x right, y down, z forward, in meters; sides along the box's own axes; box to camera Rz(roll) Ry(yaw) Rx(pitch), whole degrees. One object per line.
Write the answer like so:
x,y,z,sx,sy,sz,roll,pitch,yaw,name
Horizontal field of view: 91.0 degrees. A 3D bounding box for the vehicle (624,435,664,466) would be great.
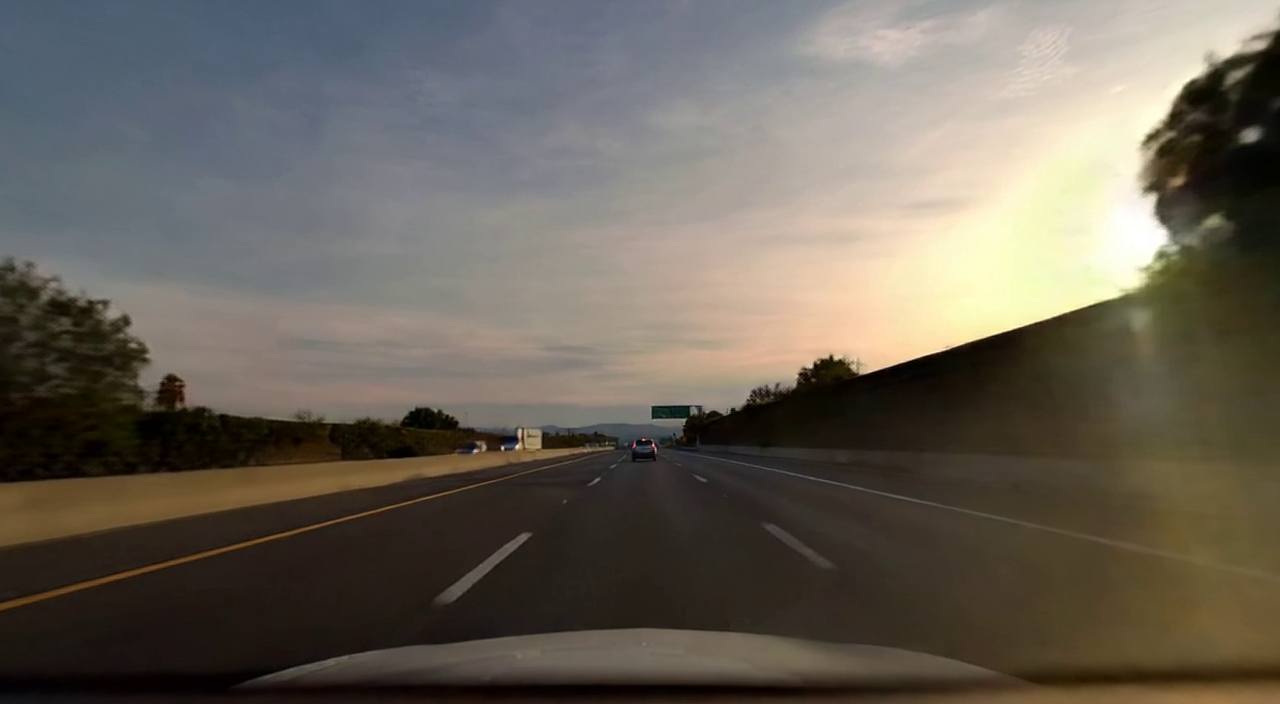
0.228,5.619,35.942,2.111,1.635,4.177,0,-8,0,vehicle
